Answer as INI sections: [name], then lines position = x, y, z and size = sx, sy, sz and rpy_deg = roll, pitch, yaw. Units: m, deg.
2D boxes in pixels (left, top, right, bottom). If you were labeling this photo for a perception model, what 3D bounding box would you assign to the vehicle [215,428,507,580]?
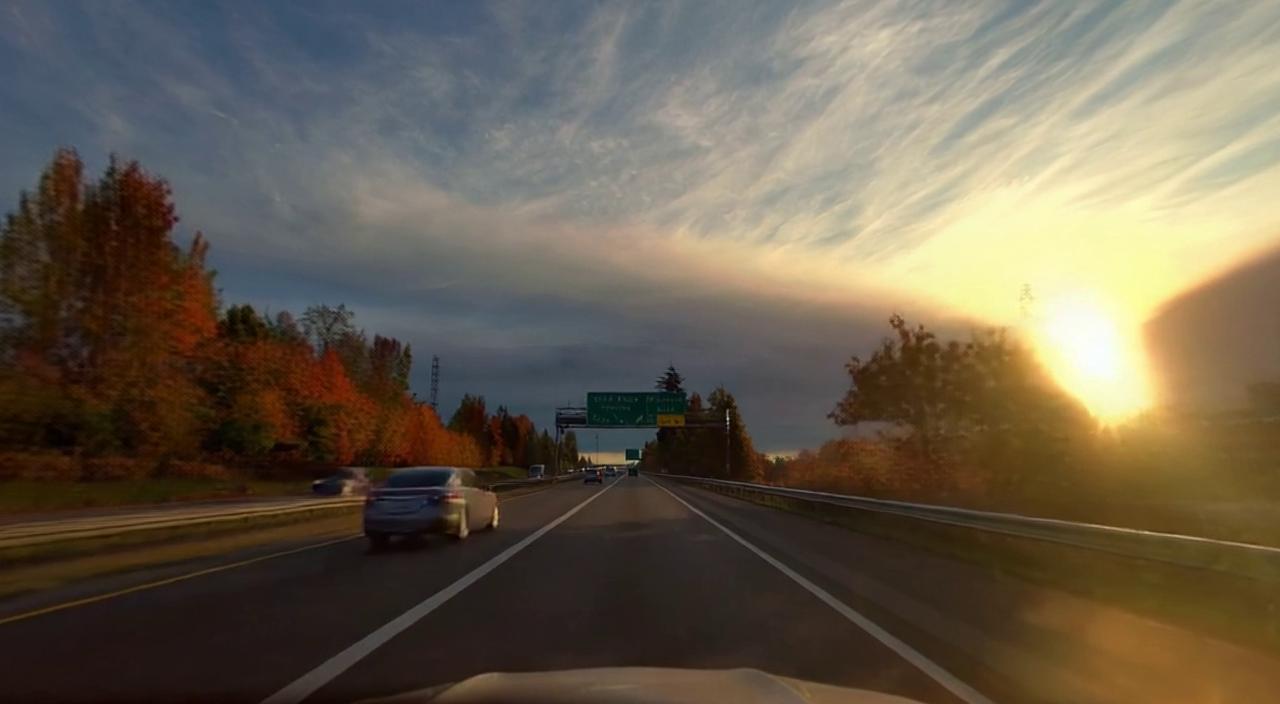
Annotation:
[vehicle]
position = -4.046, 2.407, 10.718
size = 2.254, 1.809, 5.839
rpy_deg = 1, -10, 0
